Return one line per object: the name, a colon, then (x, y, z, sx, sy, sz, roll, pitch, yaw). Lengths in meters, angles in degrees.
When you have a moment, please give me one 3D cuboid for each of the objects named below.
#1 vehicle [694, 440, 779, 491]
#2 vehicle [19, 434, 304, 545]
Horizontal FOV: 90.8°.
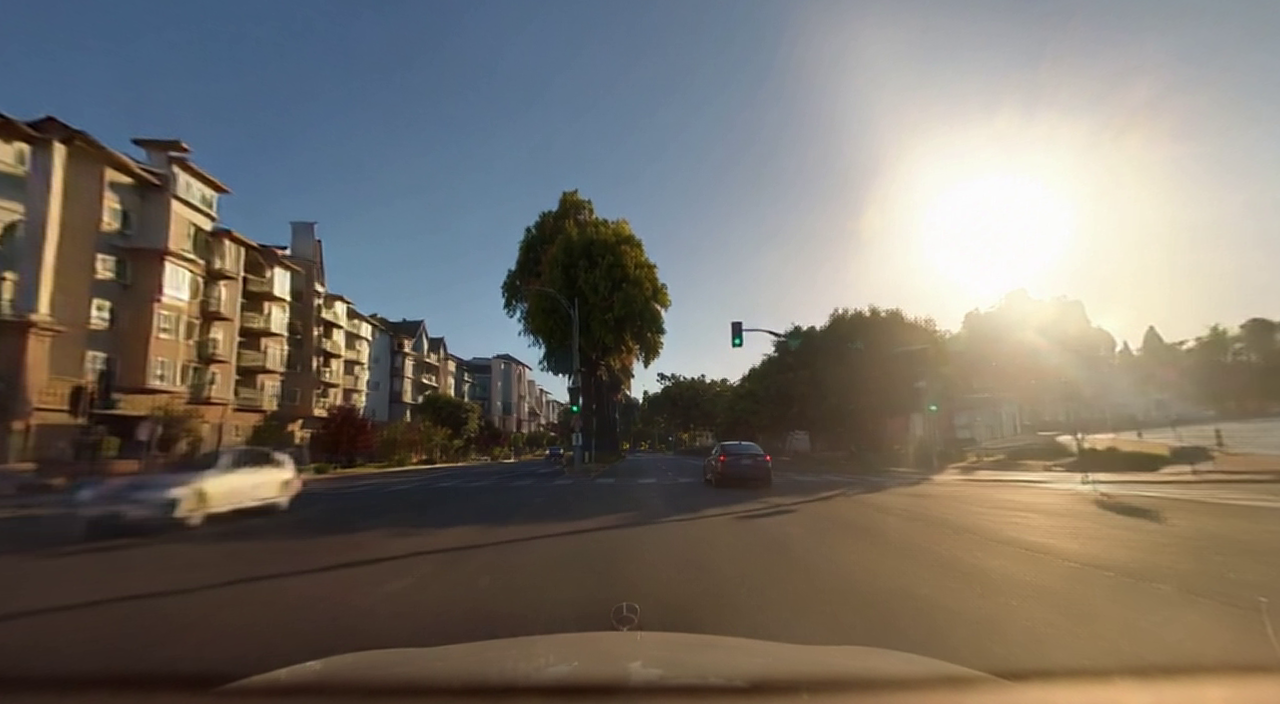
vehicle: (2.975, 3.608, 20.392, 1.964, 1.448, 4.295, 0, -8, -2)
vehicle: (-8.720, 2.494, 12.206, 2.010, 1.718, 4.443, 0, -8, 0)
